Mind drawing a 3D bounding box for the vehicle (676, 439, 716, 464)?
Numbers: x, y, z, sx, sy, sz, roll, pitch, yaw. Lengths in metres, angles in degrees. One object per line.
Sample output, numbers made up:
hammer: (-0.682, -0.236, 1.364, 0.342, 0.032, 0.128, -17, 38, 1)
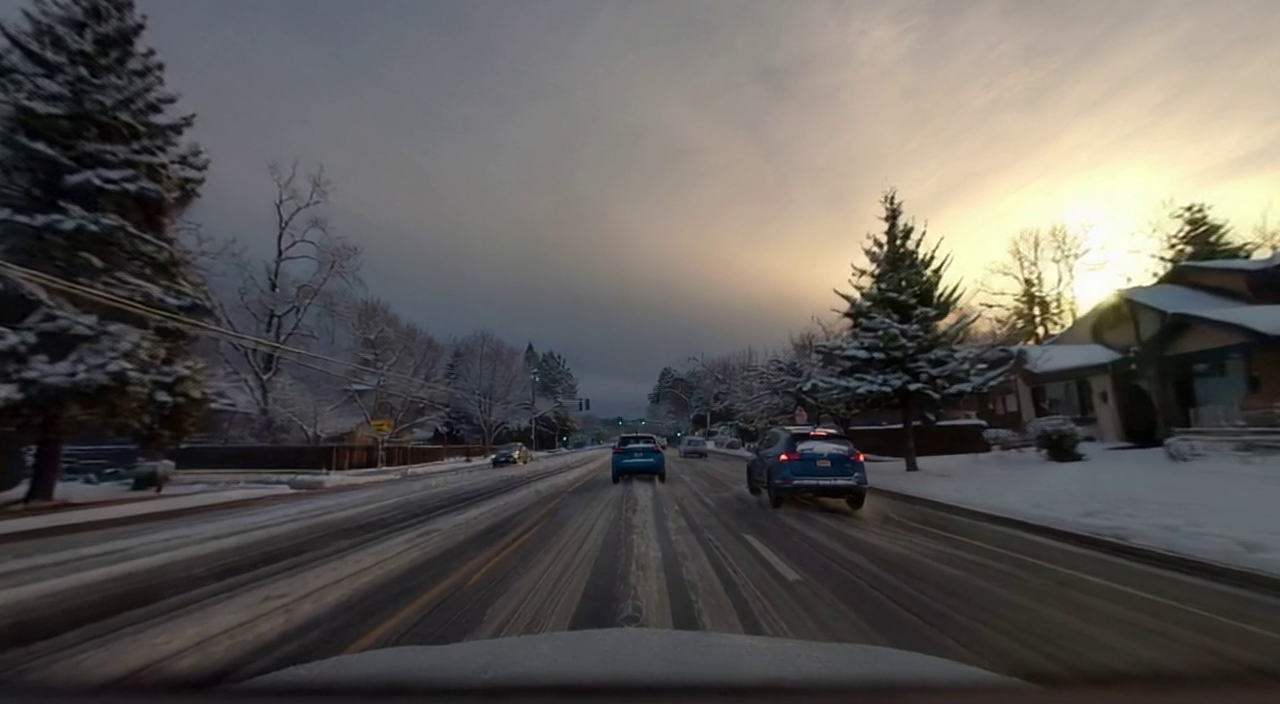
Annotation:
vehicle: (3.409, 6.224, 39.406, 2.099, 1.463, 4.130, 0, -8, 0)

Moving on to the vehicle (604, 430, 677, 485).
vehicle: (0.026, 3.520, 21.271, 2.200, 1.653, 4.127, 0, -8, 1)

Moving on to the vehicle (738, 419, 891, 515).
vehicle: (3.486, 2.409, 13.649, 2.024, 1.711, 4.512, 0, -8, 0)
